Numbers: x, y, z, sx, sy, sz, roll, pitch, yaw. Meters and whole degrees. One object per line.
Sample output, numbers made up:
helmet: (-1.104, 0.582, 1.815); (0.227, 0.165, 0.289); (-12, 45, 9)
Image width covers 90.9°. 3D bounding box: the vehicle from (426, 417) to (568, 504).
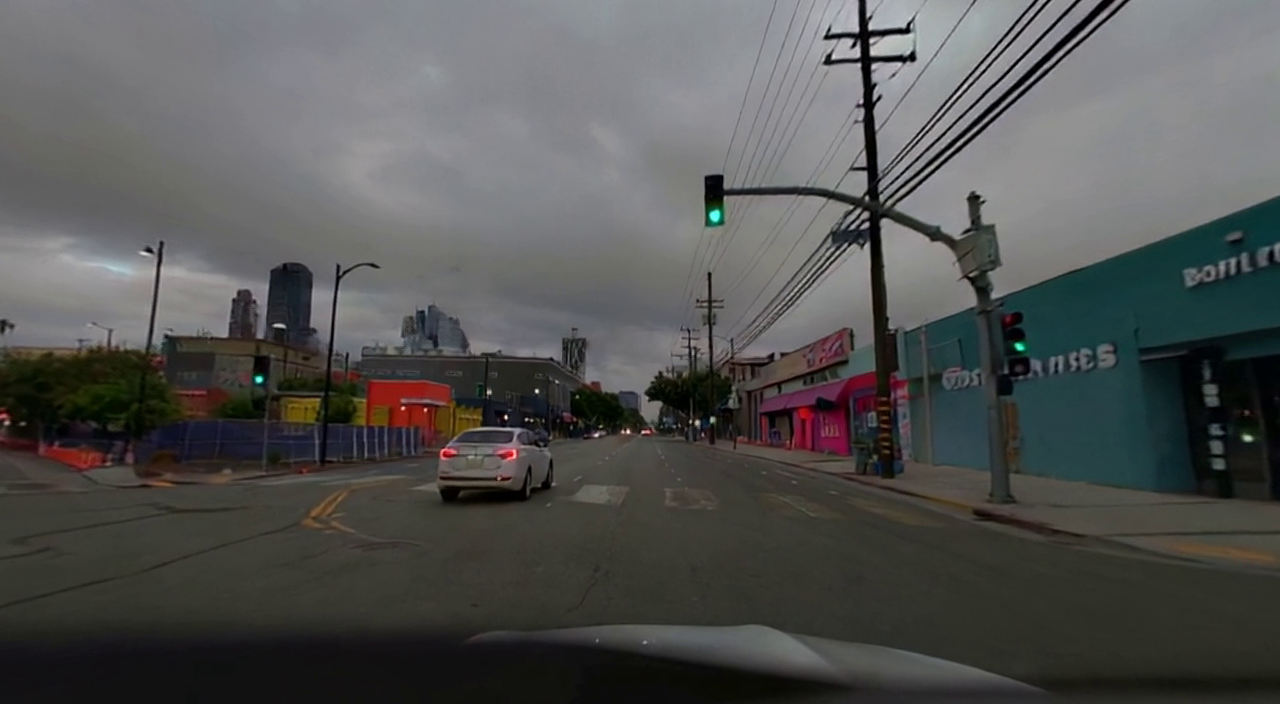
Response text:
vehicle: (-2.928, 2.359, 14.090); (2.036, 1.589, 4.549); (-1, -8, 1)
